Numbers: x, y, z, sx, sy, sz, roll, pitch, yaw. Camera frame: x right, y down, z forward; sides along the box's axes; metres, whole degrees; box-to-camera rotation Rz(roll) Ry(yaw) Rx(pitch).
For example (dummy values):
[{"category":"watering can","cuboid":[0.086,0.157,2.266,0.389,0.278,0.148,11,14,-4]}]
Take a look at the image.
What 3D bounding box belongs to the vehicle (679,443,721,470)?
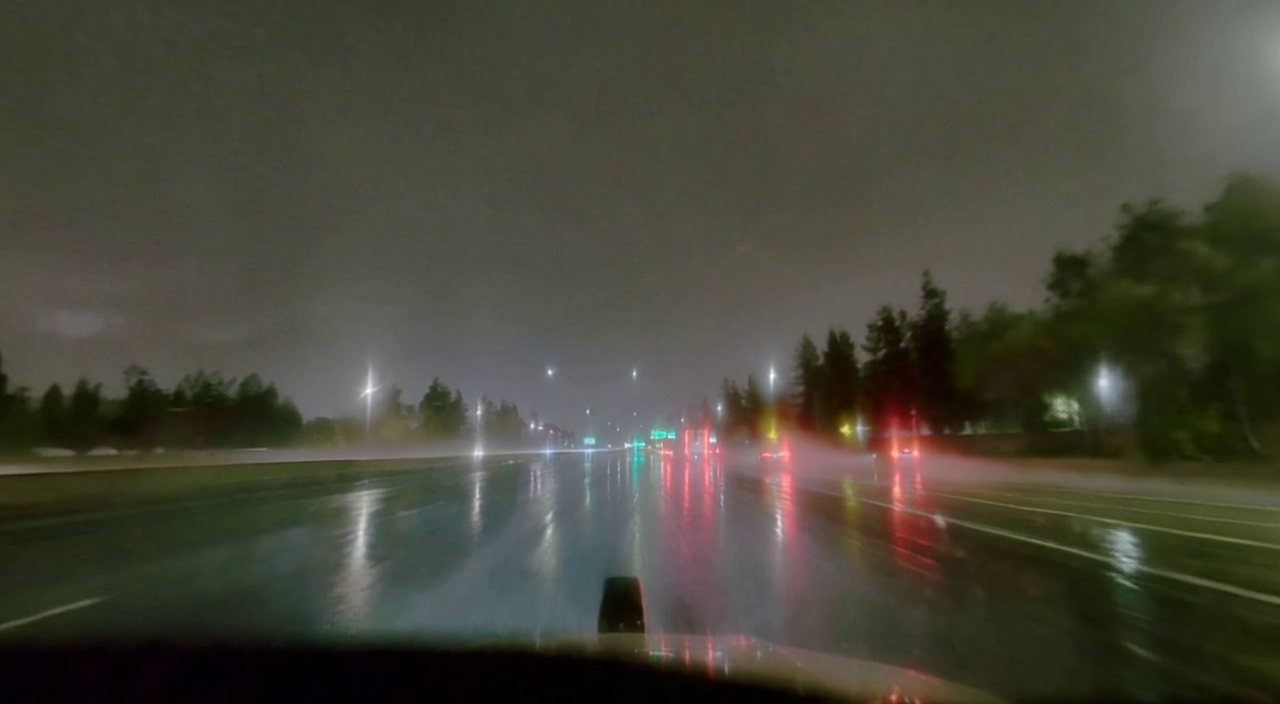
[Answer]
[{"category":"vehicle","cuboid":[3.532,6.249,37.700,2.033,1.501,4.398,0,-9,-1]}]
